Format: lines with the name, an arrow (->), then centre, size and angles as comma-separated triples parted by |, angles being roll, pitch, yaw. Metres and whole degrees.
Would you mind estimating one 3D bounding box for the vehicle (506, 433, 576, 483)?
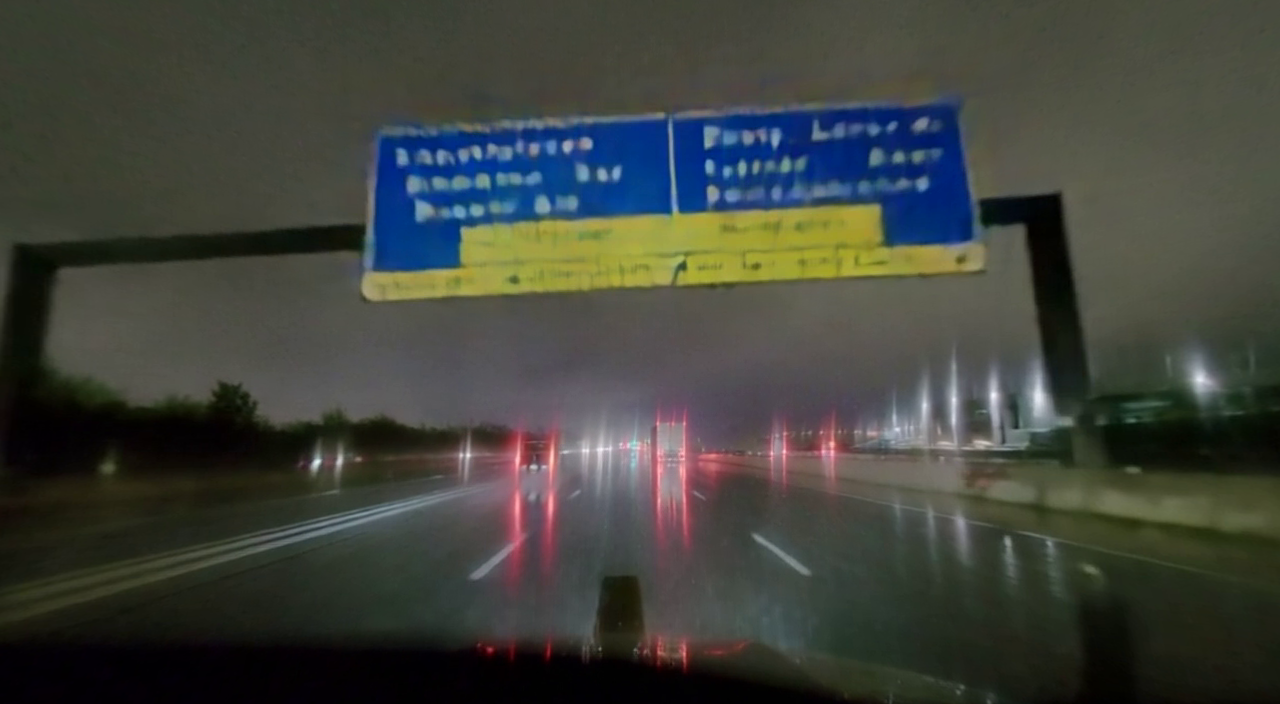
vehicle -> -4.028, 4.437, 26.438 | 2.173, 1.857, 4.800 | 0, -9, 0
